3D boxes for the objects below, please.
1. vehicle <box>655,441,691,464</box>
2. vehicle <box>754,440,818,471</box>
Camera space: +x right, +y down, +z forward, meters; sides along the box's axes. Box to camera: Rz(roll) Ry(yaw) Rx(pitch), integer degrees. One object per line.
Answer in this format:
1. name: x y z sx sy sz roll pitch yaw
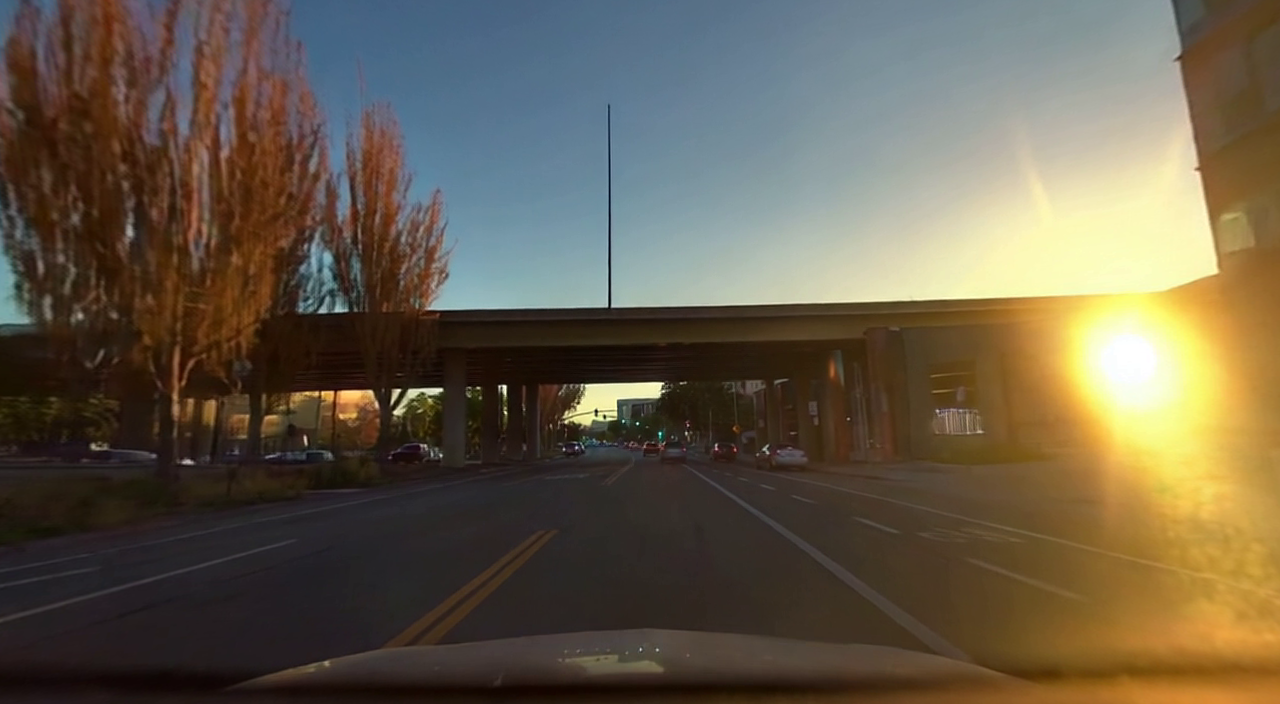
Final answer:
1. vehicle: 2.180 6.811 43.013 2.280 1.475 4.051 0 -8 1
2. vehicle: 7.158 5.143 31.475 2.035 1.435 4.481 0 -8 -1
